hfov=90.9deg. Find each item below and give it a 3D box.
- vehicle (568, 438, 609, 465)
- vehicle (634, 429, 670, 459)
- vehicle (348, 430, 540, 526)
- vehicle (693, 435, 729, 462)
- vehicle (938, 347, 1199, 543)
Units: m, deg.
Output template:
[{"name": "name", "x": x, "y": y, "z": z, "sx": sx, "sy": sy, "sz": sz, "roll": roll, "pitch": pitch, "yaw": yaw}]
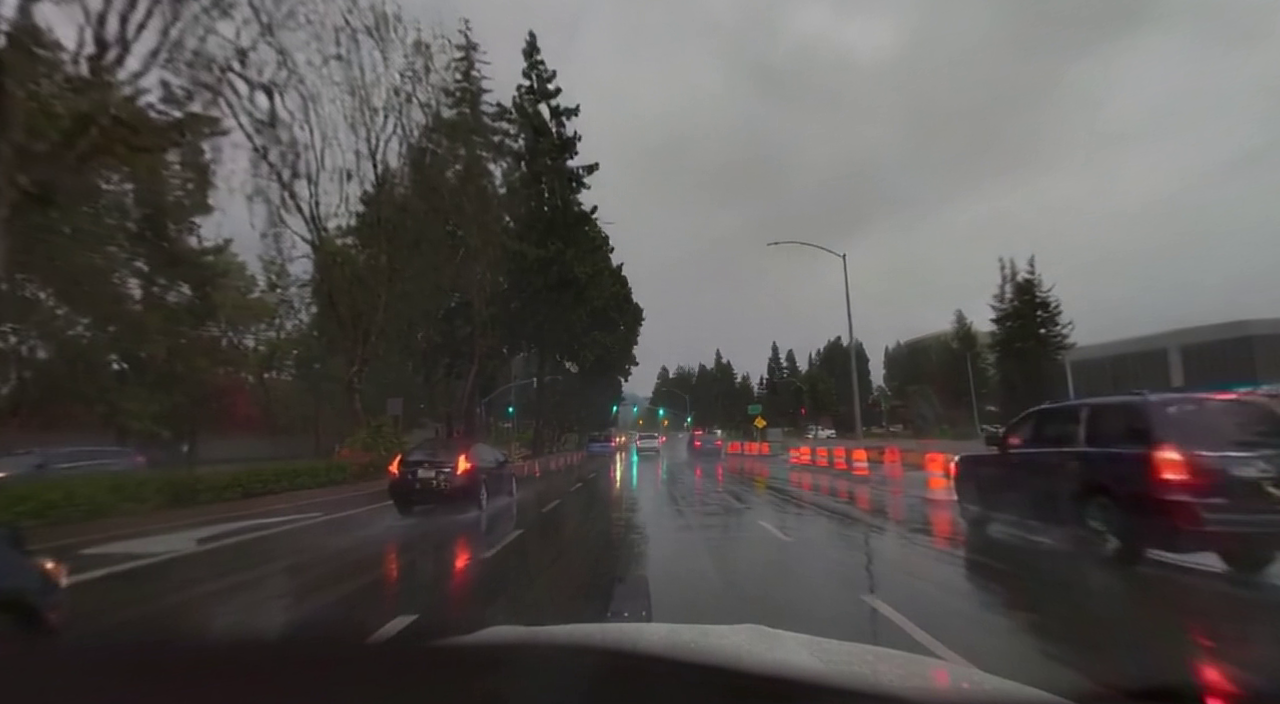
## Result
[{"name": "vehicle", "x": -2.988, "y": 5.912, "z": 37.559, "sx": 1.998, "sy": 1.481, "sz": 4.656, "roll": 0, "pitch": -8, "yaw": 1}, {"name": "vehicle", "x": 0.887, "y": 6.765, "z": 46.176, "sx": 2.505, "sy": 2.084, "sz": 4.768, "roll": 0, "pitch": -8, "yaw": 1}, {"name": "vehicle", "x": -3.456, "y": 2.323, "z": 12.263, "sx": 2.107, "sy": 1.482, "sz": 4.674, "roll": 0, "pitch": -8, "yaw": 2}, {"name": "vehicle", "x": 4.502, "y": 6.184, "z": 40.432, "sx": 1.984, "sy": 1.659, "sz": 4.226, "roll": 0, "pitch": -8, "yaw": 2}, {"name": "vehicle", "x": 6.619, "y": 1.462, "z": 10.211, "sx": 1.910, "sy": 2.539, "sz": 2.846, "roll": -6, "pitch": -7, "yaw": 1}]
